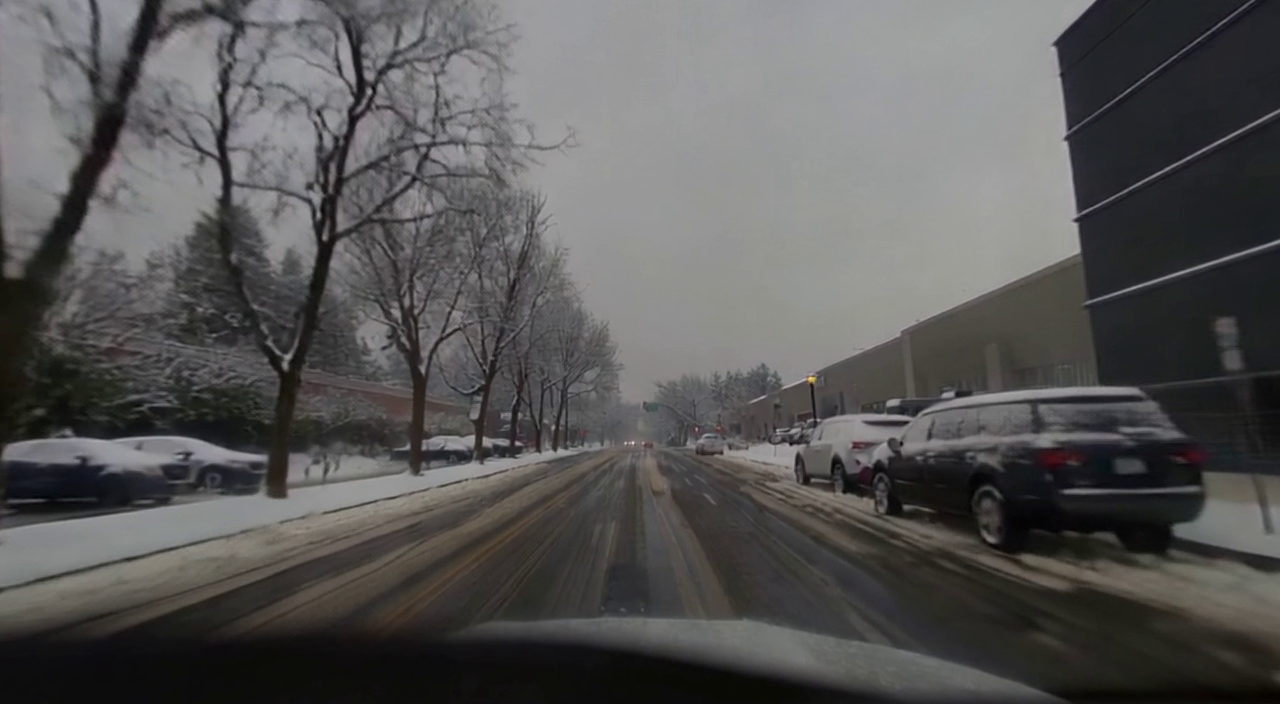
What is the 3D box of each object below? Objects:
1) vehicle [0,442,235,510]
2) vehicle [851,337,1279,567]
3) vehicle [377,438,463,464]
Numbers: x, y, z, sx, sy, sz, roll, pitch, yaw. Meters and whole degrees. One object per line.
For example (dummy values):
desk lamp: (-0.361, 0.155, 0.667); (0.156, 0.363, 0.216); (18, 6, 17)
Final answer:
vehicle: (-13.138, 2.950, 15.229); (5.269, 1.491, 2.133); (-1, -8, 2)
vehicle: (5.751, 1.529, 10.071); (2.596, 2.509, 6.178); (0, -8, 0)
vehicle: (-14.548, 6.600, 42.000); (4.954, 1.614, 2.227); (0, -9, -5)
